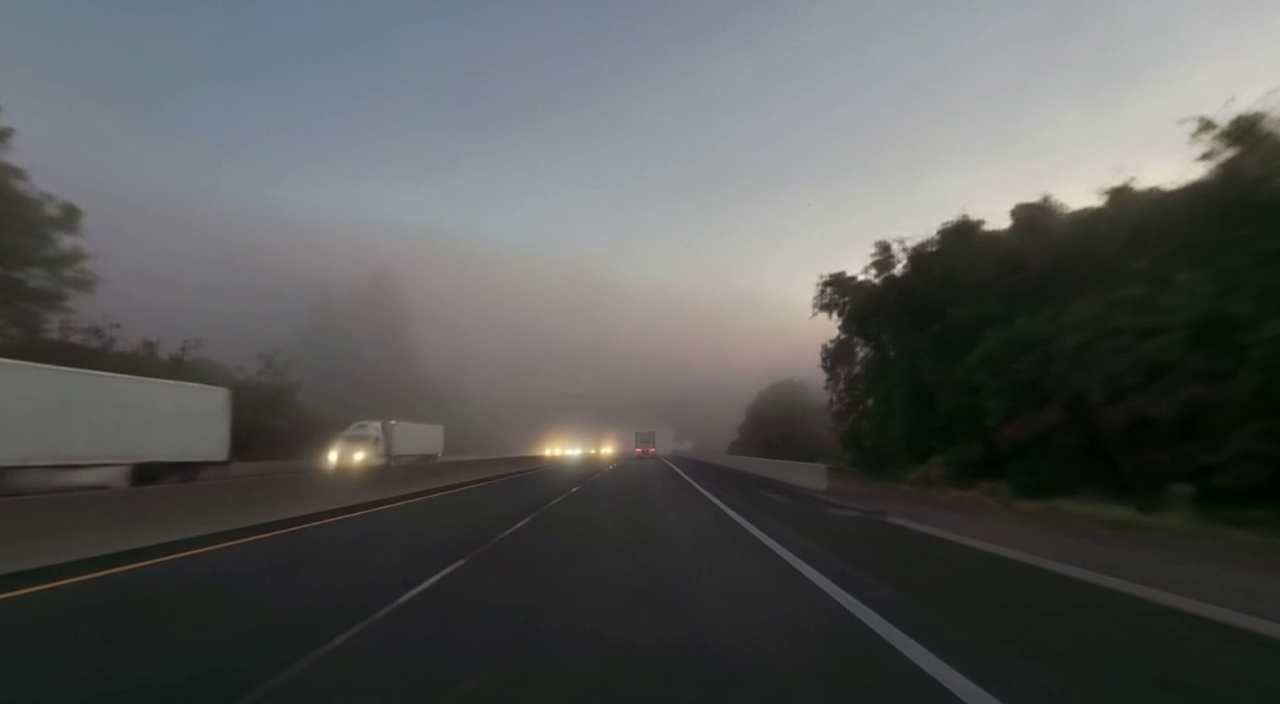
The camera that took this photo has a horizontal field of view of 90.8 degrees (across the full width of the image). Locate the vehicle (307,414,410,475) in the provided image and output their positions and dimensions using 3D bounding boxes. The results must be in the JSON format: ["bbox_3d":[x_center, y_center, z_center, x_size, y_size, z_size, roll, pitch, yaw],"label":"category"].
[{"bbox_3d":[-20.888,7.019,47.745,2.990,4.070,10.171,0,-9,1],"label":"vehicle"}]

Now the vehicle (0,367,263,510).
[{"bbox_3d":[-17.270,3.062,21.931,2.843,4.006,8.421,0,-9,1],"label":"vehicle"}]
